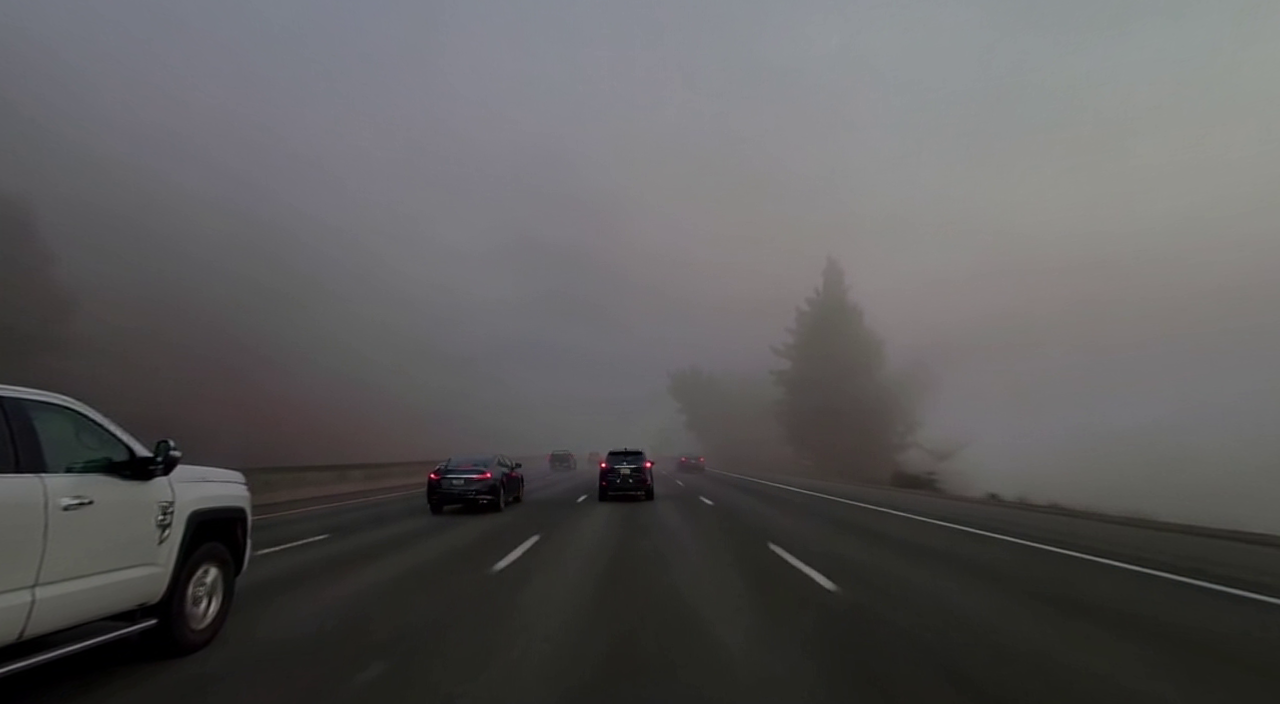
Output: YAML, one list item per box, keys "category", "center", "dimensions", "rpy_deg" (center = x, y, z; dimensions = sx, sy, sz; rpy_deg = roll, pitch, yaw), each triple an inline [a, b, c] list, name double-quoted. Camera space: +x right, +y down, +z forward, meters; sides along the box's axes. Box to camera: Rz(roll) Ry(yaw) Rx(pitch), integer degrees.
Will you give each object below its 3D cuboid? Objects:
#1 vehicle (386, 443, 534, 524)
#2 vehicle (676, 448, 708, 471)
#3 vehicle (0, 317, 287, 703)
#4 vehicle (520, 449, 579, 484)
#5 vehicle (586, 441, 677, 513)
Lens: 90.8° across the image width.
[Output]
- category: "vehicle"
  center: [-3.758, 2.829, 14.101]
  dimensions: [1.988, 1.501, 4.438]
  rpy_deg: [0, -9, 0]
- category: "vehicle"
  center: [3.660, 7.688, 45.114]
  dimensions: [1.858, 1.537, 3.838]
  rpy_deg: [0, -9, -2]
- category: "vehicle"
  center: [-3.938, 0.747, 2.416]
  dimensions: [2.243, 1.889, 4.949]
  rpy_deg: [0, -9, 0]
- category: "vehicle"
  center: [-4.012, 5.172, 28.760]
  dimensions: [1.999, 1.484, 4.269]
  rpy_deg: [0, -9, 1]
- category: "vehicle"
  center: [-0.196, 3.020, 15.630]
  dimensions: [1.996, 1.574, 3.426]
  rpy_deg: [0, -9, 0]
